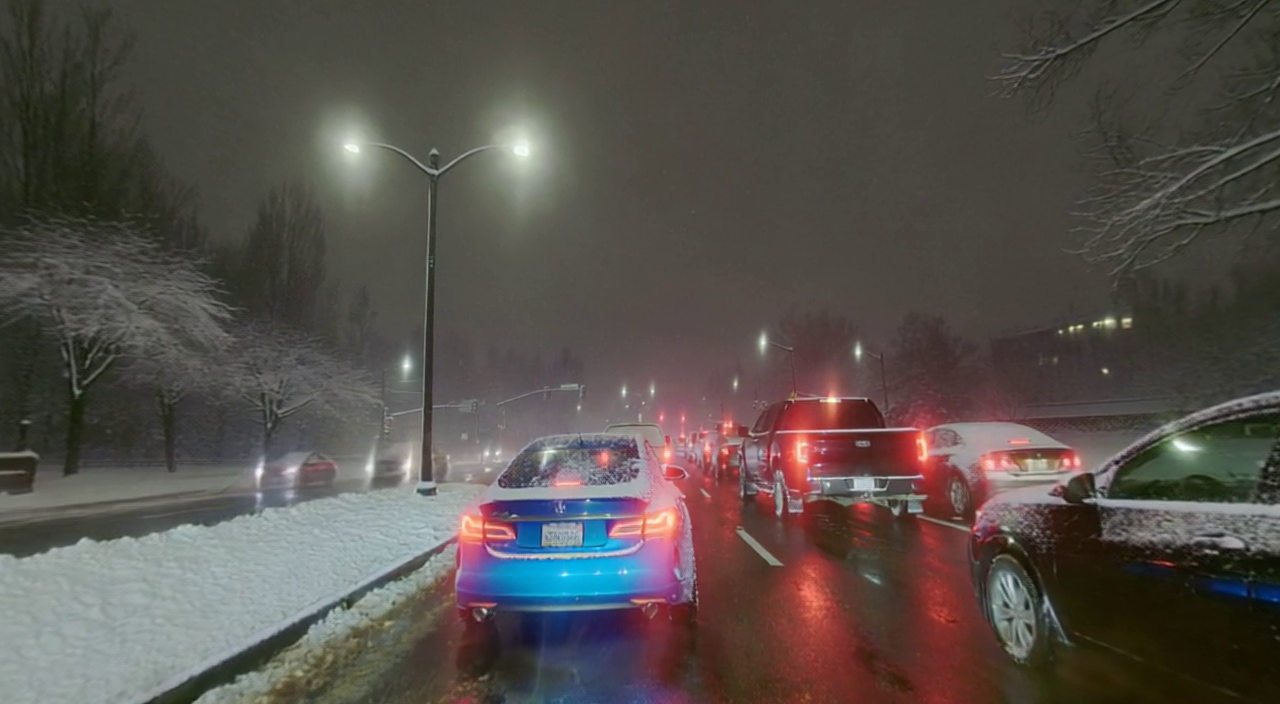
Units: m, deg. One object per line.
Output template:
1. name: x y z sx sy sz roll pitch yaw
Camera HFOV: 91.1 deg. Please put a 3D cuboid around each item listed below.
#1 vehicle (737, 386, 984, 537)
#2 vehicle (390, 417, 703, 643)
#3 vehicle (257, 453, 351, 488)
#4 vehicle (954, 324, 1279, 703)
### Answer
1. vehicle: 3.522 1.955 11.703 2.444 2.098 5.766 0 -9 -1
2. vehicle: -0.576 1.500 6.322 2.111 1.506 4.018 0 -9 2
3. vehicle: -16.284 5.753 30.732 1.921 1.499 4.566 0 -9 2
4. vehicle: 3.164 0.760 2.071 1.982 1.709 4.427 0 -9 1
